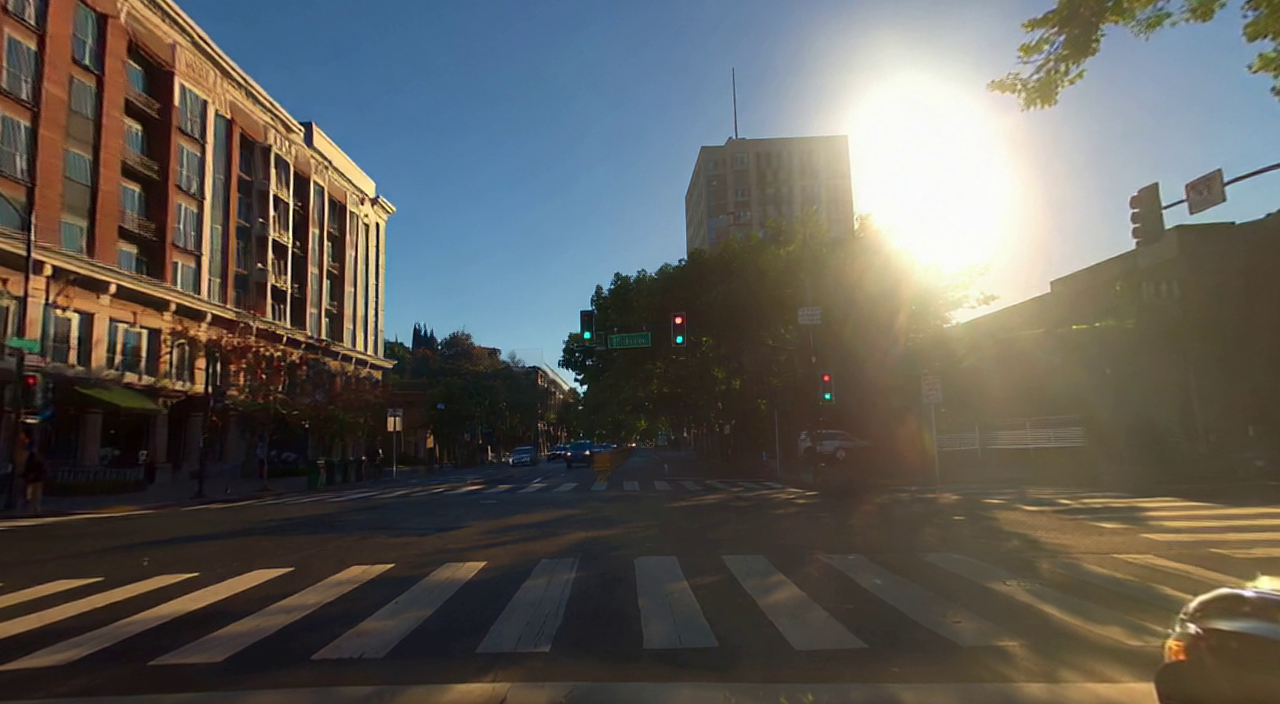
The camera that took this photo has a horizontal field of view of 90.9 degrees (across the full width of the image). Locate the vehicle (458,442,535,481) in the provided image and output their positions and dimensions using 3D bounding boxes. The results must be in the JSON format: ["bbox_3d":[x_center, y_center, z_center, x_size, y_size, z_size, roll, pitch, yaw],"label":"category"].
[{"bbox_3d":[-5.880,4.542,26.473,2.127,1.473,4.428,0,-8,1],"label":"vehicle"}]

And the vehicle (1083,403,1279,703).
[{"bbox_3d":[2.961,0.675,0.234,2.039,1.519,4.846,0,-8,0],"label":"vehicle"}]
